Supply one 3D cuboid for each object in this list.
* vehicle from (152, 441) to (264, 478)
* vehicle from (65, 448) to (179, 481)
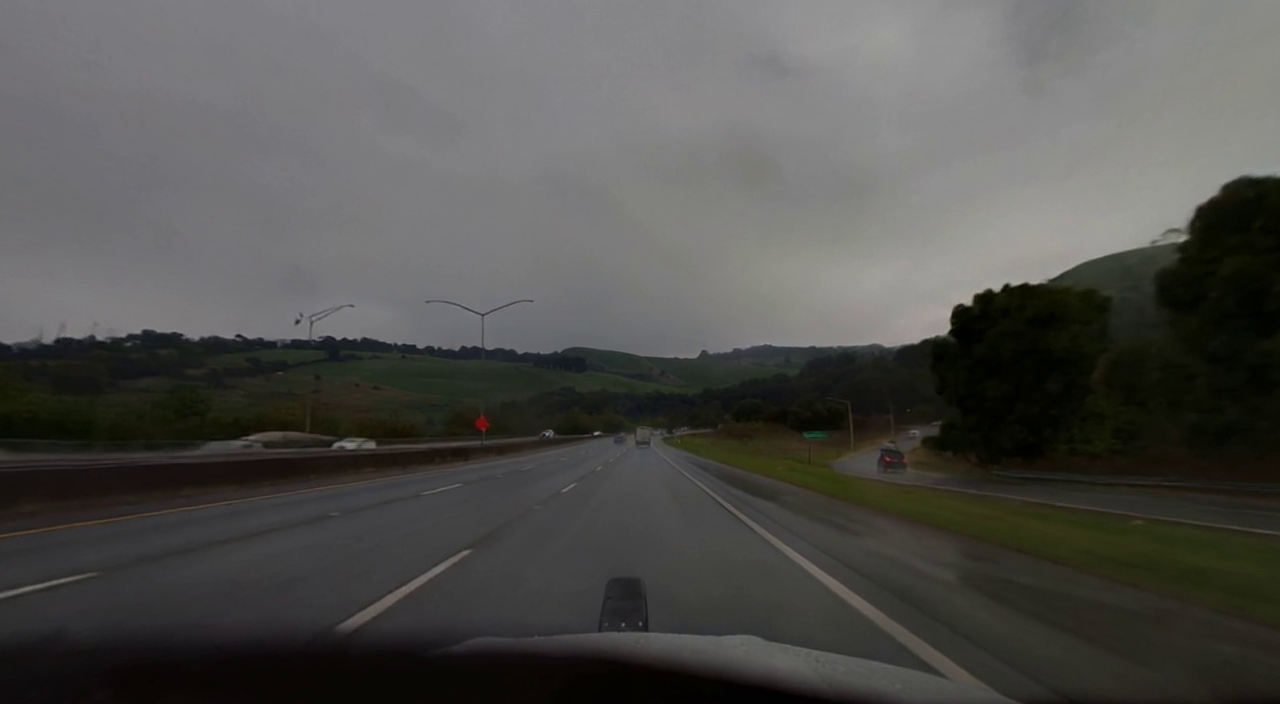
[{"bbox_3d":[-20.558,5.107,30.313,1.893,1.598,4.805,0,-8,1],"label":"vehicle"},{"bbox_3d":[-28.281,6.134,34.694,1.971,1.649,4.997,0,-8,1],"label":"vehicle"}]
